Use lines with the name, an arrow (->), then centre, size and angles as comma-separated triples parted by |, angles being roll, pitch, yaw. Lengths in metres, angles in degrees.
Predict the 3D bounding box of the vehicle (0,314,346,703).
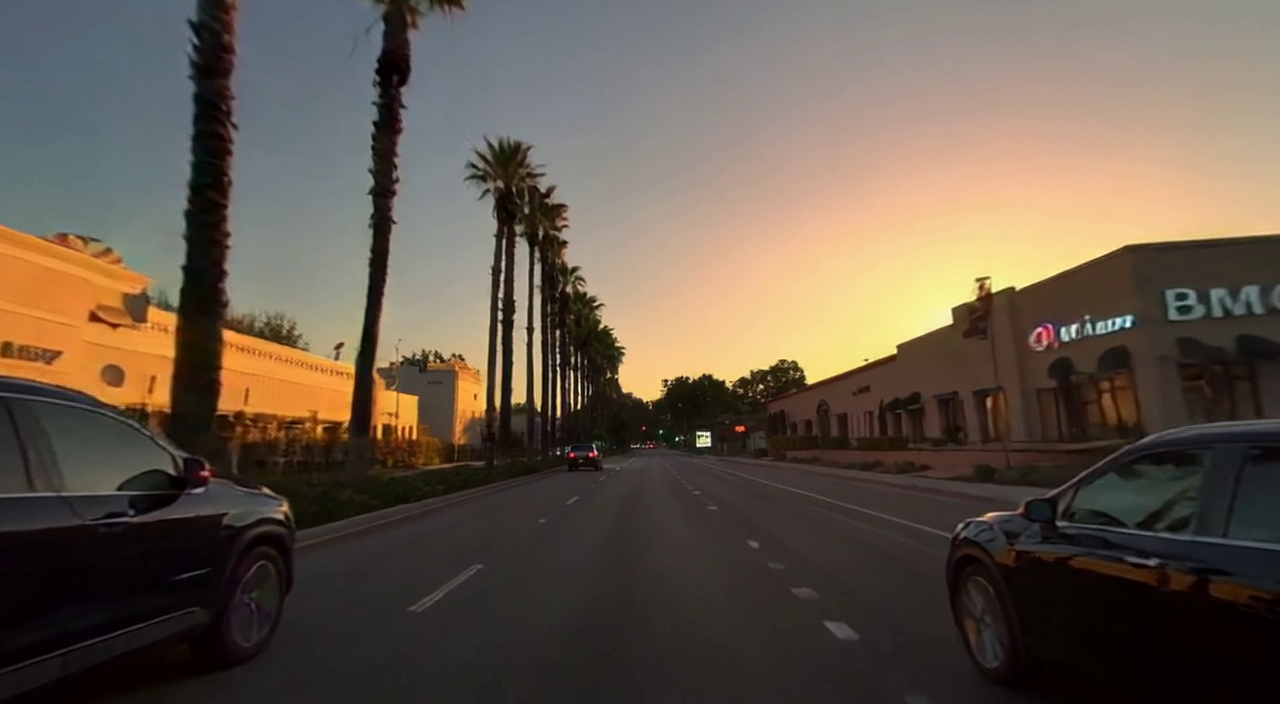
vehicle -> -3.257, 0.831, 2.498 | 2.058, 1.804, 4.391 | 0, -8, 0

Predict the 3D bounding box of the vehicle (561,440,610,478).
vehicle -> -2.673, 5.317, 31.664 | 1.998, 1.743, 4.402 | -1, -8, 1

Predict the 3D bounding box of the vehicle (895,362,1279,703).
vehicle -> 2.807, 0.878, 2.416 | 1.946, 1.513, 4.133 | -1, -8, 1
